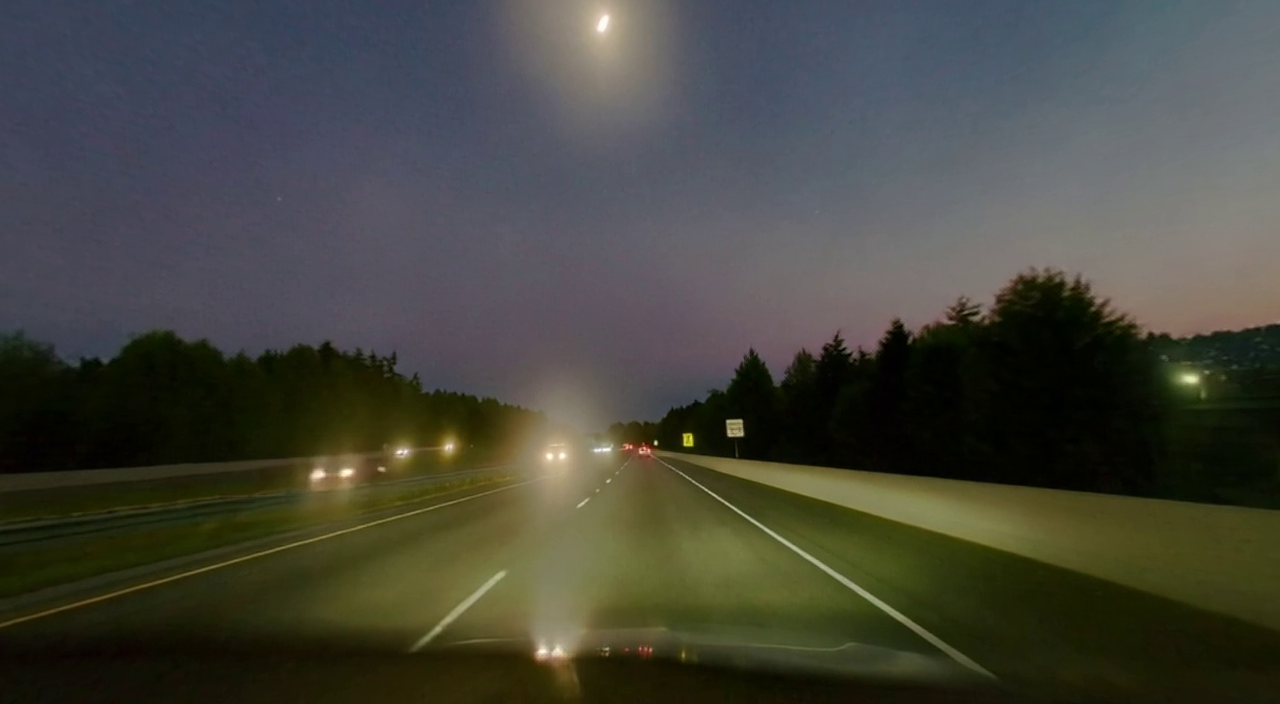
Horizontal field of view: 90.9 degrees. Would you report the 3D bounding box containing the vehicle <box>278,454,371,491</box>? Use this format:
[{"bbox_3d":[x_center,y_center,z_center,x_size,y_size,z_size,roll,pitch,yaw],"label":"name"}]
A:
[{"bbox_3d":[-13.820,5.278,27.884,1.915,1.471,4.127,0,-9,0],"label":"vehicle"}]
